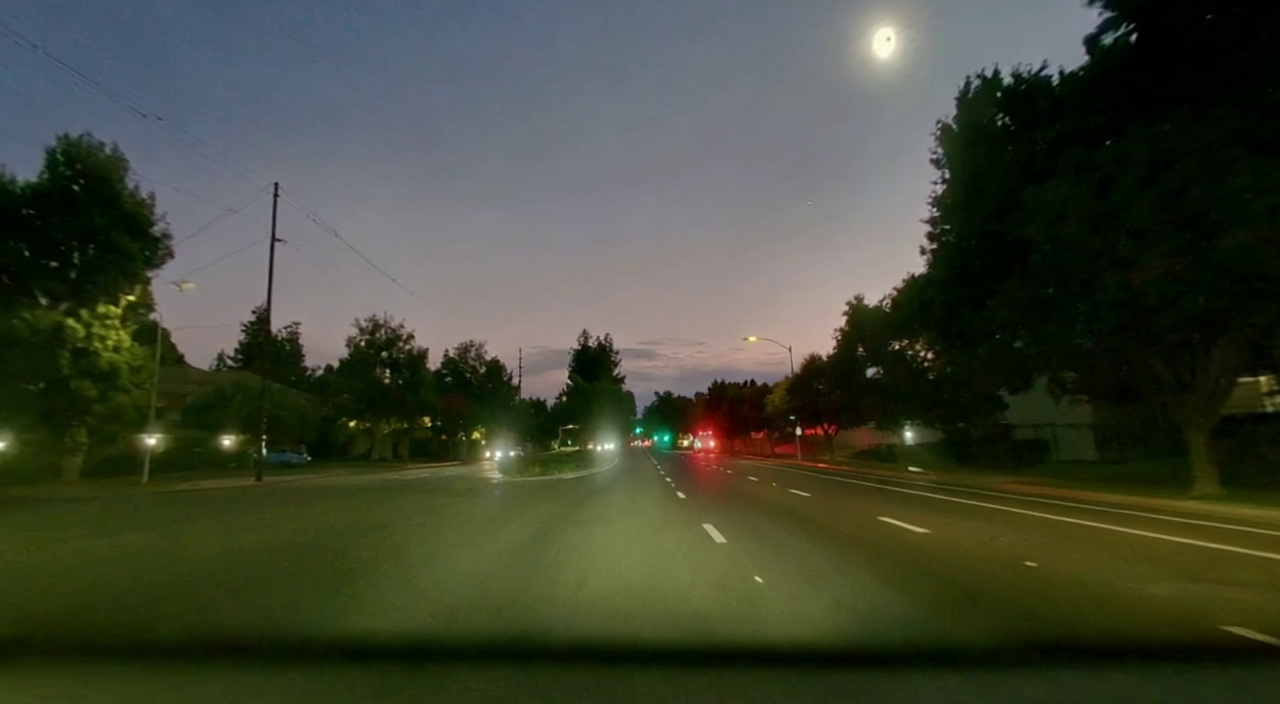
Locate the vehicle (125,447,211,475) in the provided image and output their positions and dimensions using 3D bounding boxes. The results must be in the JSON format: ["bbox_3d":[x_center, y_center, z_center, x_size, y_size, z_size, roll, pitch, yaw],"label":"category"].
[{"bbox_3d":[-35.251,8.126,47.402,2.094,1.839,5.001,-4,-9,10],"label":"vehicle"}]
